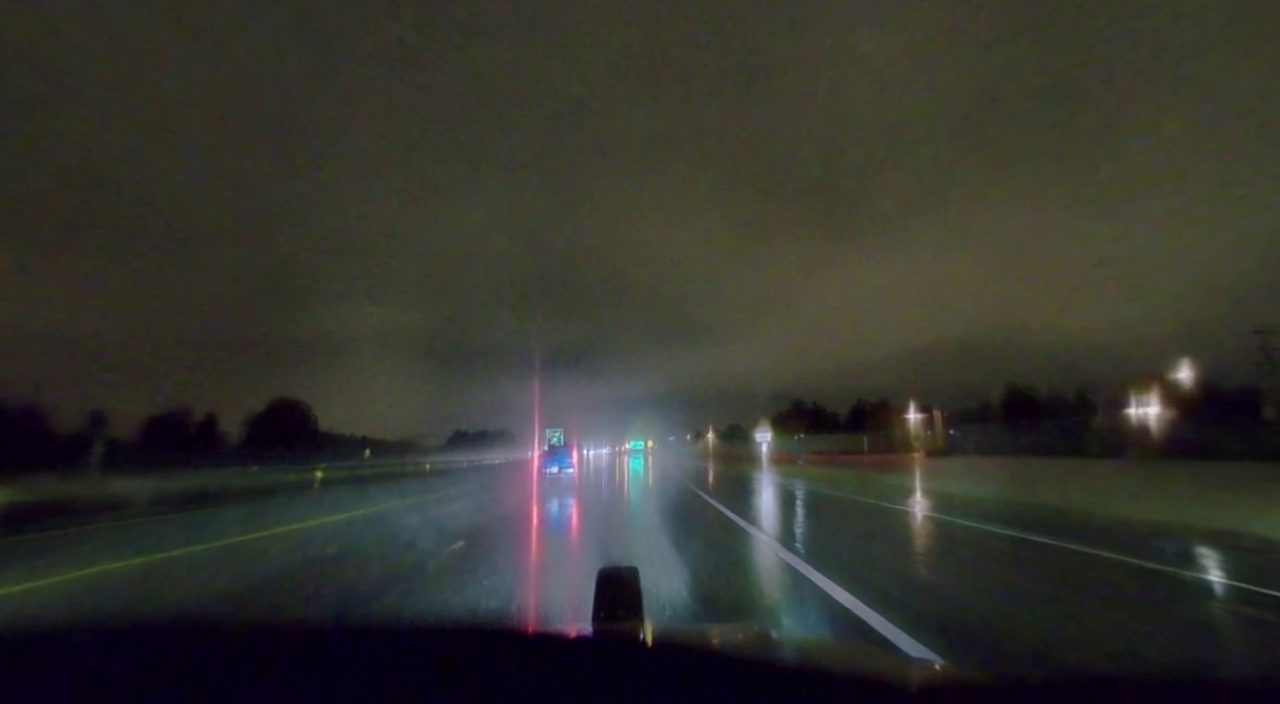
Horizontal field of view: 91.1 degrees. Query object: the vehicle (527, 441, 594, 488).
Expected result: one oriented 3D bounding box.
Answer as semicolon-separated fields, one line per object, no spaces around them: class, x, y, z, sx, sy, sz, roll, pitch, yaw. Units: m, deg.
vehicle;-3.179;4.616;26.096;2.152;1.717;4.423;0;-9;1
